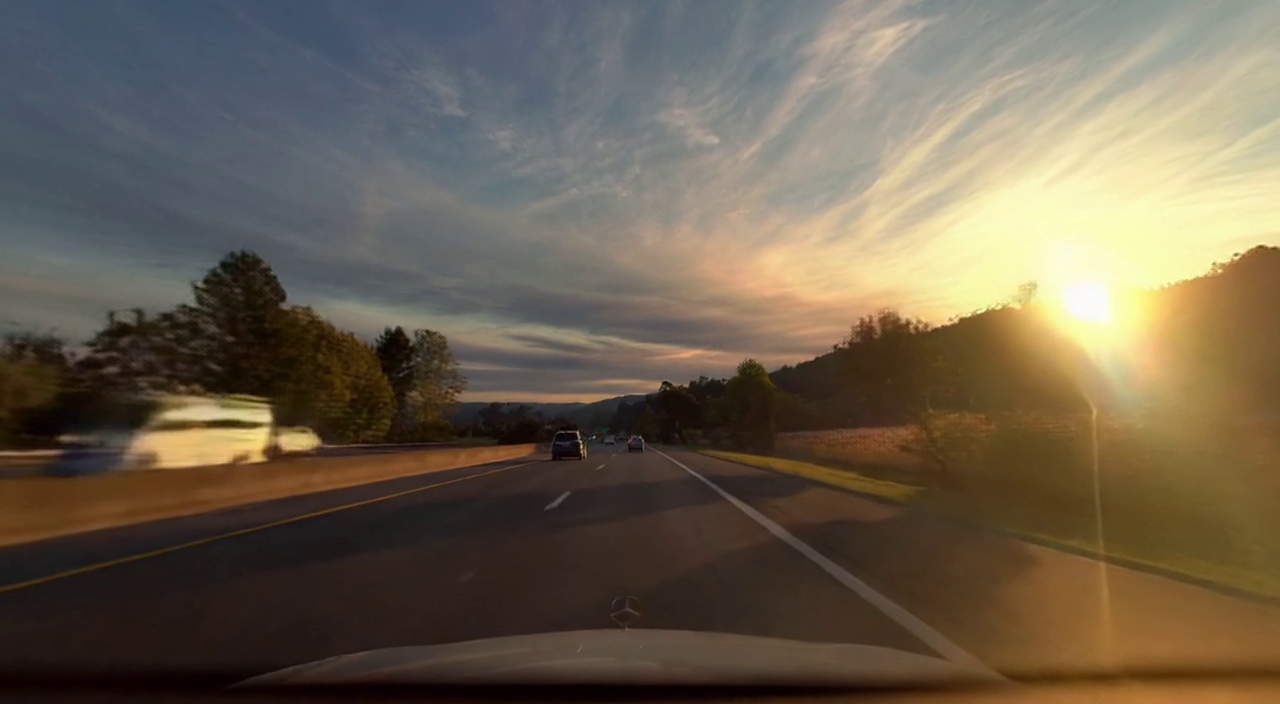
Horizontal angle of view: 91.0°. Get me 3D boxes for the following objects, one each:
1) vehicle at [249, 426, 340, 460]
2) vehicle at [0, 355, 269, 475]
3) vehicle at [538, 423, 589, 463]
[{"bbox_3d":[-16.533,4.397,30.384,1.832,1.517,4.537,0,-8,0],"label":"vehicle"},{"bbox_3d":[-12.630,1.727,16.219,2.427,2.525,5.934,0,-8,0],"label":"vehicle"},{"bbox_3d":[-4.120,5.034,34.817,2.241,2.034,4.890,0,-8,-1],"label":"vehicle"}]
